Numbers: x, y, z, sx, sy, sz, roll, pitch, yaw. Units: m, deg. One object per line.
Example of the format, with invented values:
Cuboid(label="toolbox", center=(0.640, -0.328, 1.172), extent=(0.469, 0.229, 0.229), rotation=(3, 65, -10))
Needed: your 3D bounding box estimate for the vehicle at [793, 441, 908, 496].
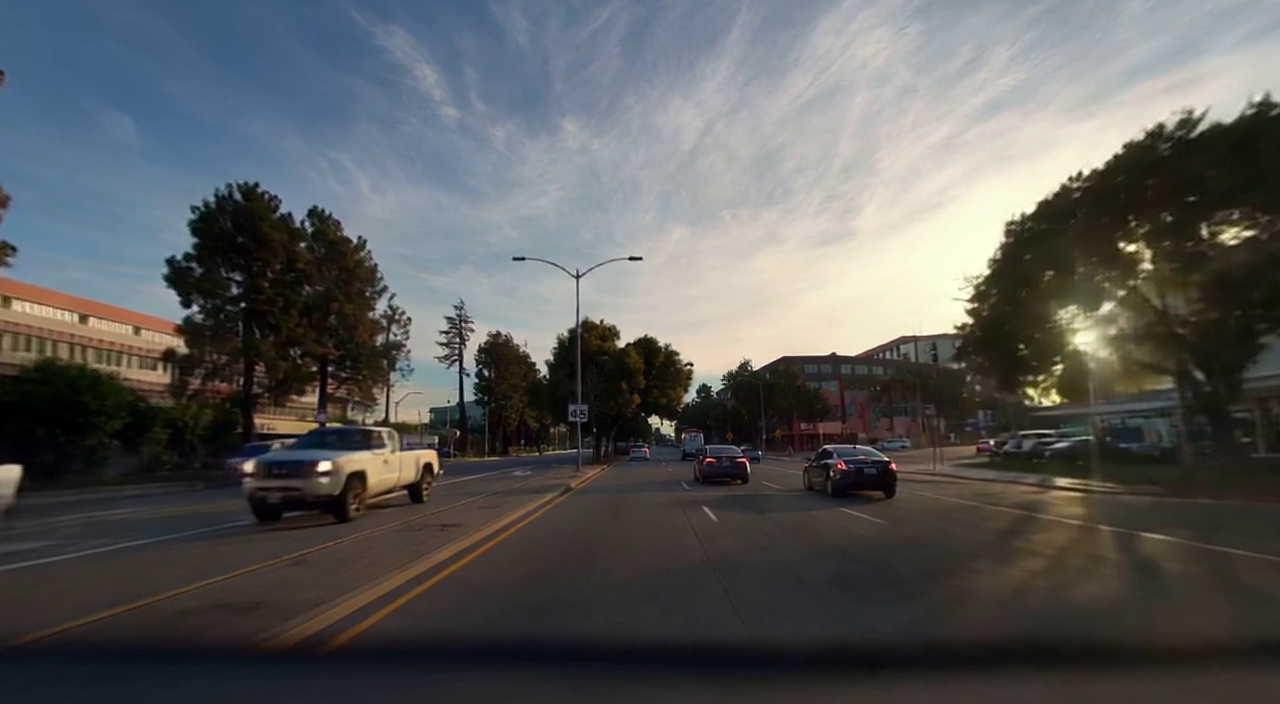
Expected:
Cuboid(label="vehicle", center=(6.279, 3.504, 19.345), extent=(1.918, 1.484, 4.456), rotation=(0, -8, -1))

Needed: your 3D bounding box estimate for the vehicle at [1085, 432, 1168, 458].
Cuboid(label="vehicle", center=(29.260, 5.613, 37.929), extent=(1.933, 1.463, 4.033), rotation=(0, -8, 3))

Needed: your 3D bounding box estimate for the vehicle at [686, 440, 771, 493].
Cuboid(label="vehicle", center=(2.673, 3.597, 20.136), extent=(1.971, 1.479, 4.493), rotation=(0, -8, -1))

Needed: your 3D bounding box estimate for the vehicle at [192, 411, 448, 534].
Cuboid(label="vehicle", center=(-5.511, 2.156, 11.896), extent=(2.016, 1.770, 5.300), rotation=(0, -8, 1))

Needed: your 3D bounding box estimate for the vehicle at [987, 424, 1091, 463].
Cuboid(label="vehicle", center=(23.813, 5.534, 37.870), extent=(2.152, 2.069, 6.067), rotation=(-2, -8, -1))
